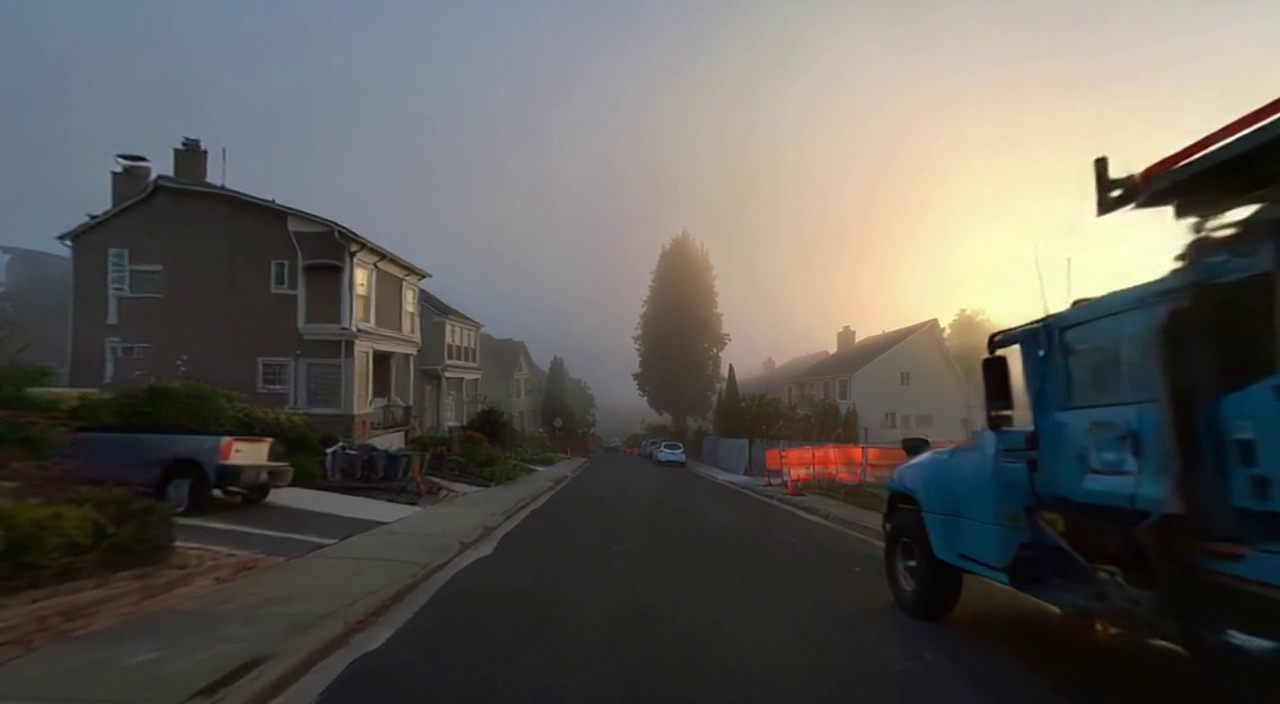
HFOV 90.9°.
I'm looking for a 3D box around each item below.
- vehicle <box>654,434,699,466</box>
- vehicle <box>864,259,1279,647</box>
[{"bbox_3d":[2.011,5.580,36.271,2.066,1.739,4.234,0,-7,-4],"label":"vehicle"},{"bbox_3d":[3.563,0.941,5.841,1.758,2.572,2.706,7,-13,-4],"label":"vehicle"}]
